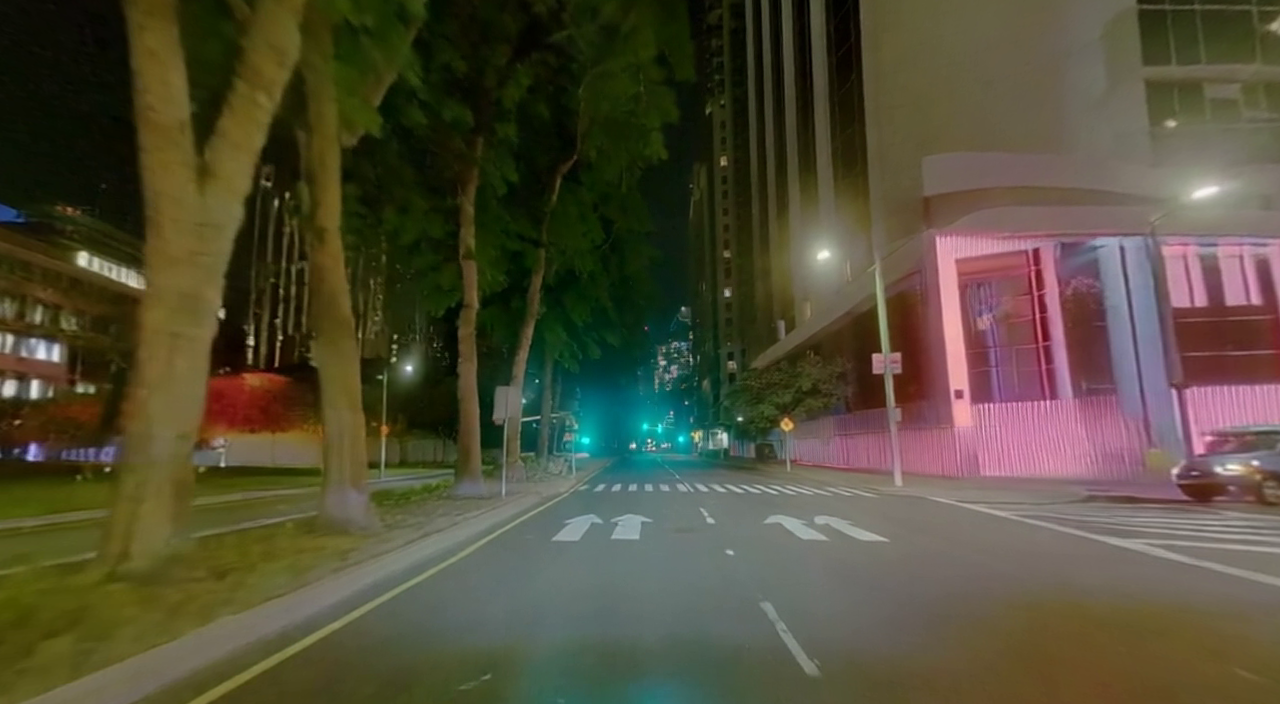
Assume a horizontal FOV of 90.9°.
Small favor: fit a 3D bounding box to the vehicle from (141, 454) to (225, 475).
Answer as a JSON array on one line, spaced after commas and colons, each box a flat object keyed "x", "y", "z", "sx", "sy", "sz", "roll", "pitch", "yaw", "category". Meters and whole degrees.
[{"x": -33.772, "y": 8.336, "z": 46.652, "sx": 4.739, "sy": 1.489, "sz": 2.000, "roll": -1, "pitch": -8, "yaw": 3, "category": "vehicle"}]

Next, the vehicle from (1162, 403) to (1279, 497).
[{"x": 17.889, "y": 2.630, "z": 17.397, "sx": 4.826, "sy": 2.368, "sz": 2.263, "roll": -1, "pitch": -7, "yaw": 0, "category": "vehicle"}]
